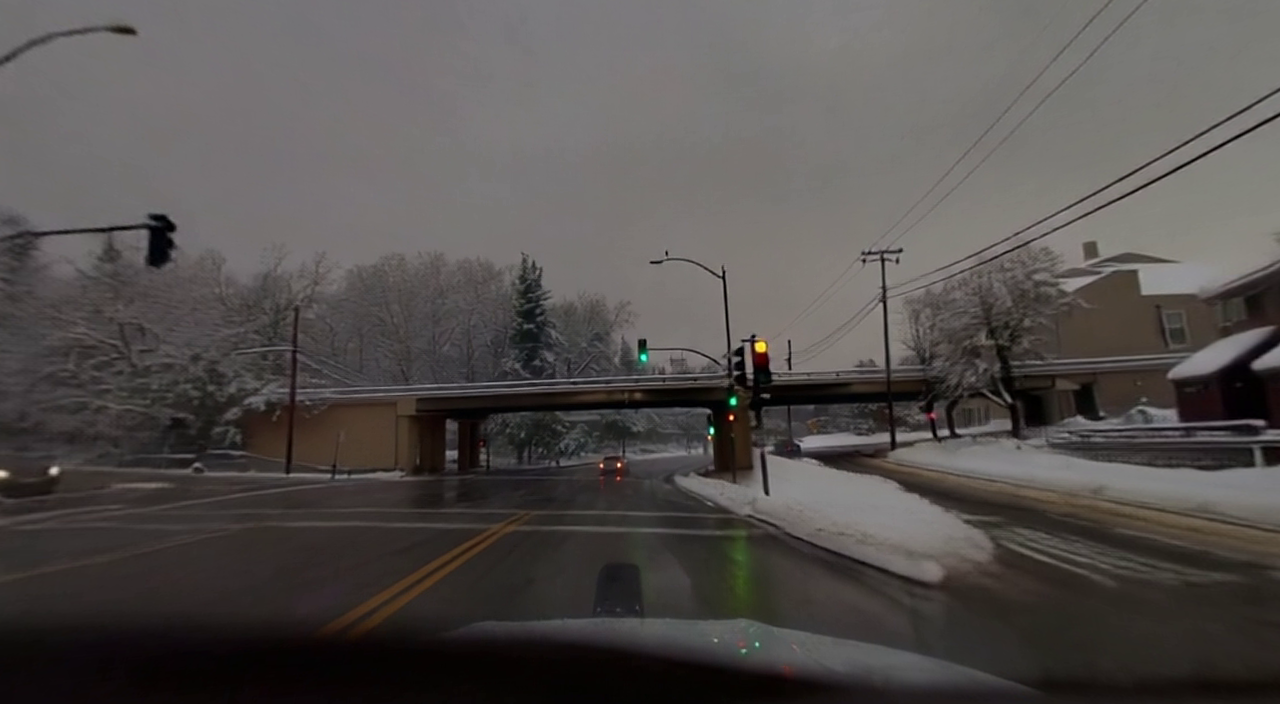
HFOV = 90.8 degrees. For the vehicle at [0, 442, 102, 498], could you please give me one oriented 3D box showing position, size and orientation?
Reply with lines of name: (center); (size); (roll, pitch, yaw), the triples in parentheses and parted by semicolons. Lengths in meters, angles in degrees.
vehicle: (-19.525, 3.583, 19.414); (3.877, 1.623, 2.049); (2, -9, -9)
